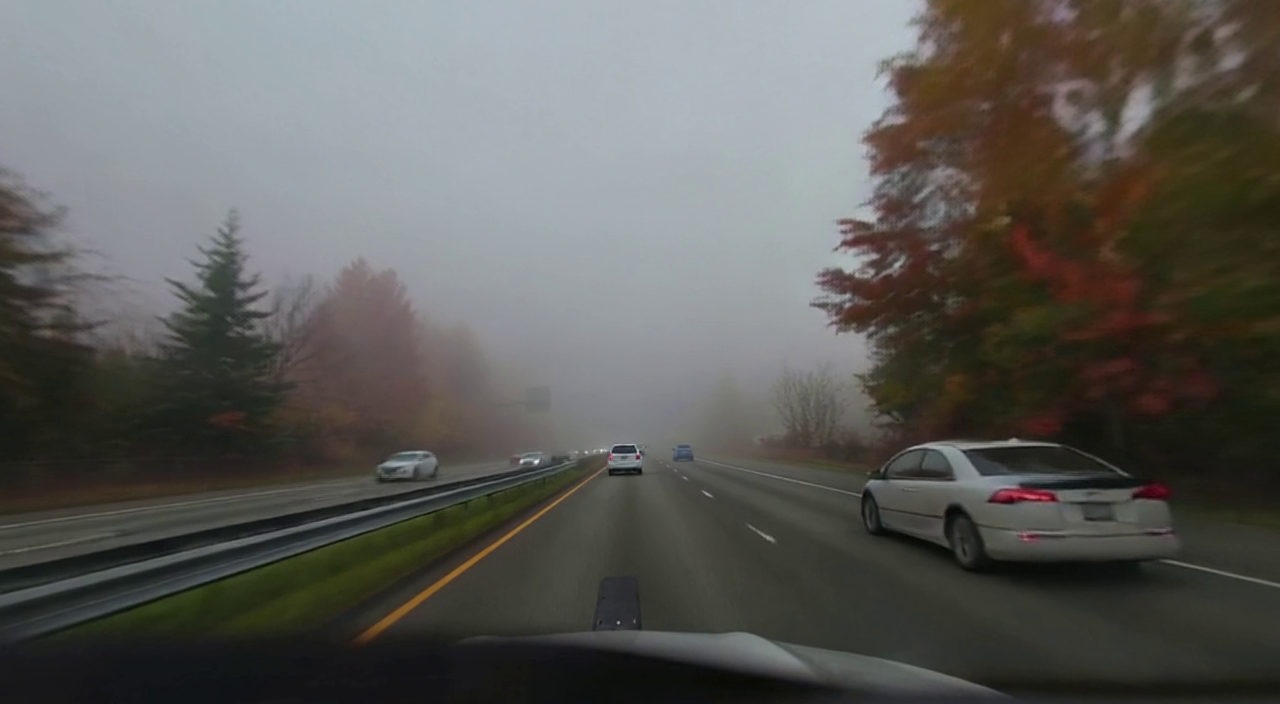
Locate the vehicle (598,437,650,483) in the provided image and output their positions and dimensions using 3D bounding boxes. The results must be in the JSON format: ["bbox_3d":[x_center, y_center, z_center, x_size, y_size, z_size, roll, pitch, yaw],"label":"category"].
[{"bbox_3d":[-0.598,4.323,25.376,1.937,1.699,3.936,-1,-9,0],"label":"vehicle"}]

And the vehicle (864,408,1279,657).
[{"bbox_3d":[3.941,1.430,6.087,1.843,1.505,4.339,0,-9,-1],"label":"vehicle"}]

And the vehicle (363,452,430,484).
[{"bbox_3d":[-13.173,6.269,34.188,1.914,1.600,4.188,-1,-9,0],"label":"vehicle"}]
